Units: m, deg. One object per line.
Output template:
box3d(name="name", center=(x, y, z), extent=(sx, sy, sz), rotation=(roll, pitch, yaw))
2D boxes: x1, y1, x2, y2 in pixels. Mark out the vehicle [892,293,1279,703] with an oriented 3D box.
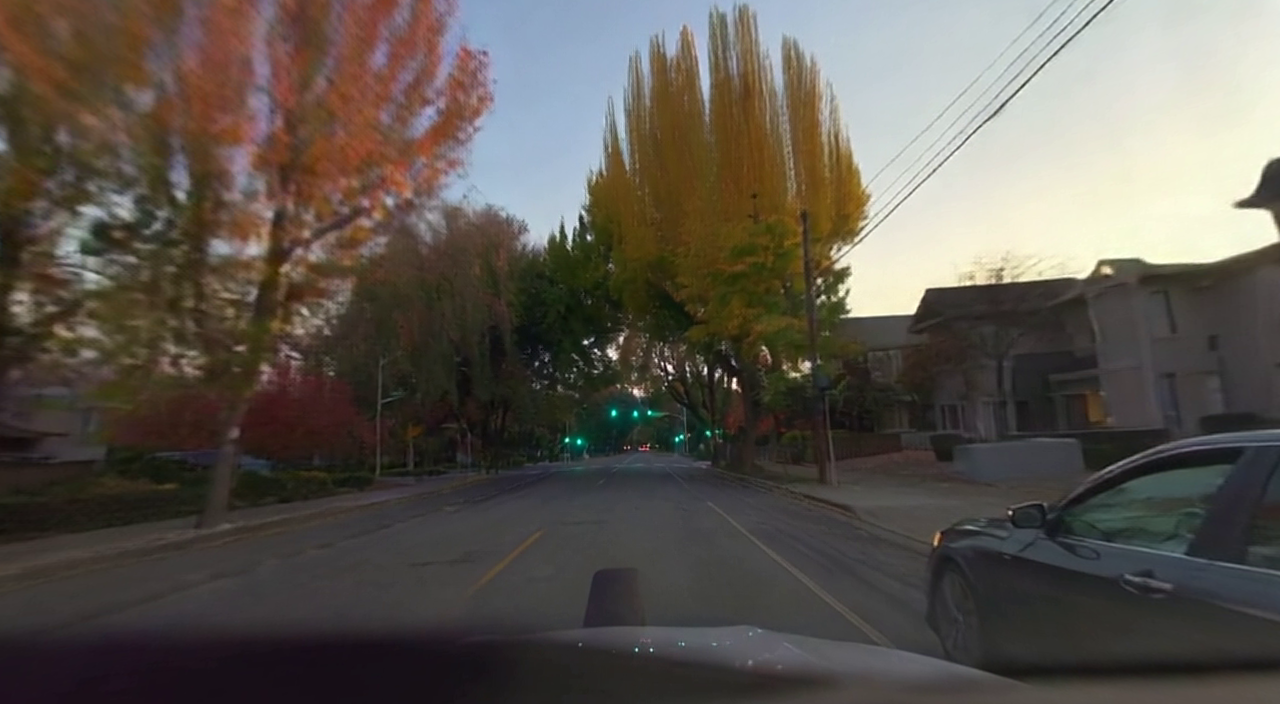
box3d(name="vehicle", center=(3.001, 0.770, 2.148), extent=(2.224, 1.791, 4.834), rotation=(0, -9, -1))
